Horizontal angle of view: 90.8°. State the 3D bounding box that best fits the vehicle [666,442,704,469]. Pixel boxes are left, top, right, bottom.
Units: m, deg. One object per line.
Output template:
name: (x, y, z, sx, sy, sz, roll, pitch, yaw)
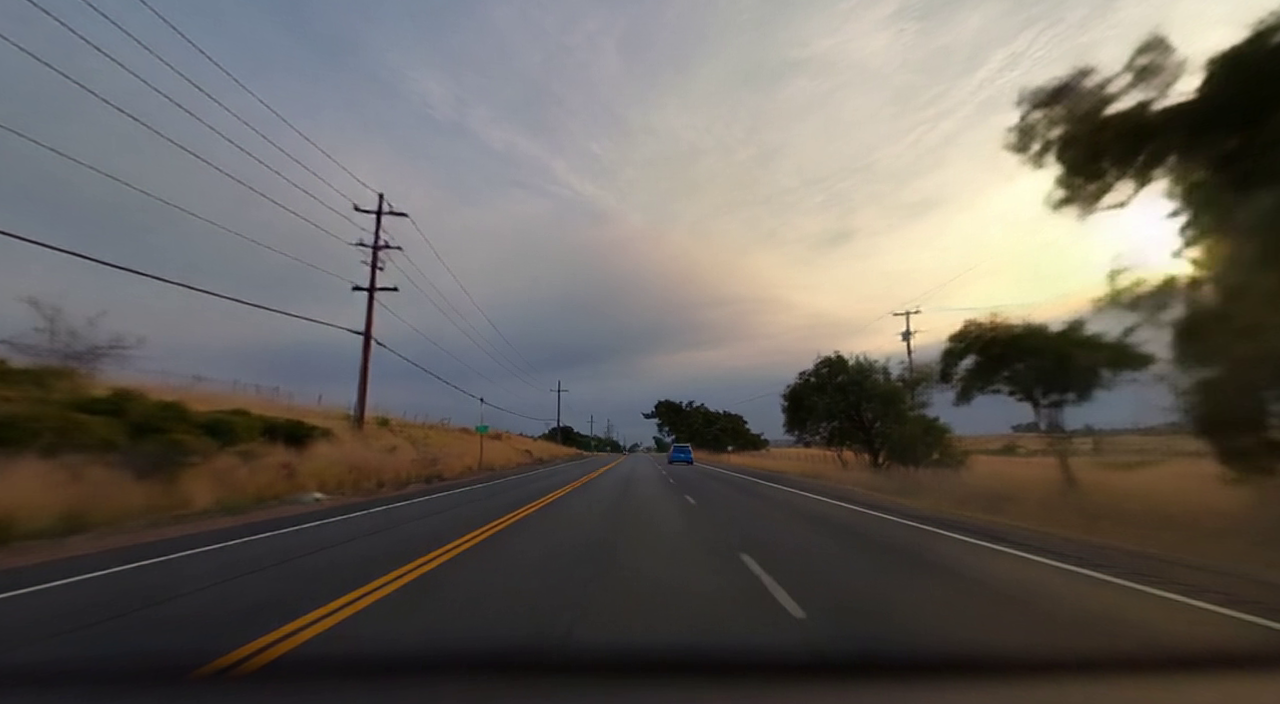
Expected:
vehicle: (3.007, 6.992, 42.883, 2.135, 1.692, 4.185, 0, -9, -2)
